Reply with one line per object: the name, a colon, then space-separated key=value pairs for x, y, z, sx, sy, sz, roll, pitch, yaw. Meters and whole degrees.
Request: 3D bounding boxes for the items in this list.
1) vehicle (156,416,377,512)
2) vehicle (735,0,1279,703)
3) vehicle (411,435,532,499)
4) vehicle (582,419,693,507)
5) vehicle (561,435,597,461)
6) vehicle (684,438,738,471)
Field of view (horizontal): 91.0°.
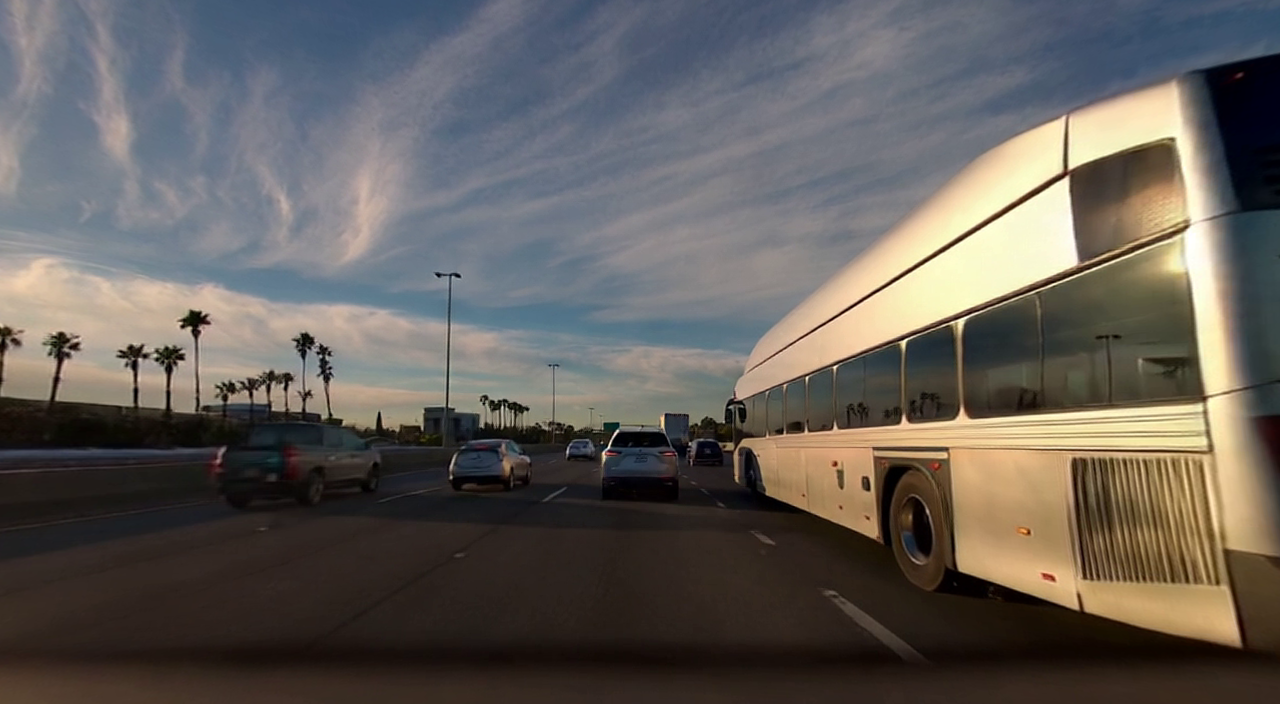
vehicle: x=-7.989 y=2.459 z=14.194 sx=2.066 sy=1.779 sz=4.706 roll=0 pitch=-9 yaw=0
vehicle: x=3.969 y=0.819 z=9.537 sx=3.020 sy=3.622 sz=14.302 roll=0 pitch=-9 yaw=1
vehicle: x=-4.486 y=3.149 z=17.628 sx=2.040 sy=1.536 sz=4.680 roll=0 pitch=-9 yaw=1
vehicle: x=-0.019 y=2.619 z=15.138 sx=2.268 sy=1.796 sz=4.280 roll=0 pitch=-9 yaw=1
vehicle: x=-4.416 y=7.098 z=46.549 sx=2.100 sy=1.765 sz=4.743 roll=0 pitch=-9 yaw=1
vehicle: x=3.441 y=5.095 z=31.403 sx=2.039 sy=1.516 sz=4.521 roll=0 pitch=-9 yaw=-2
